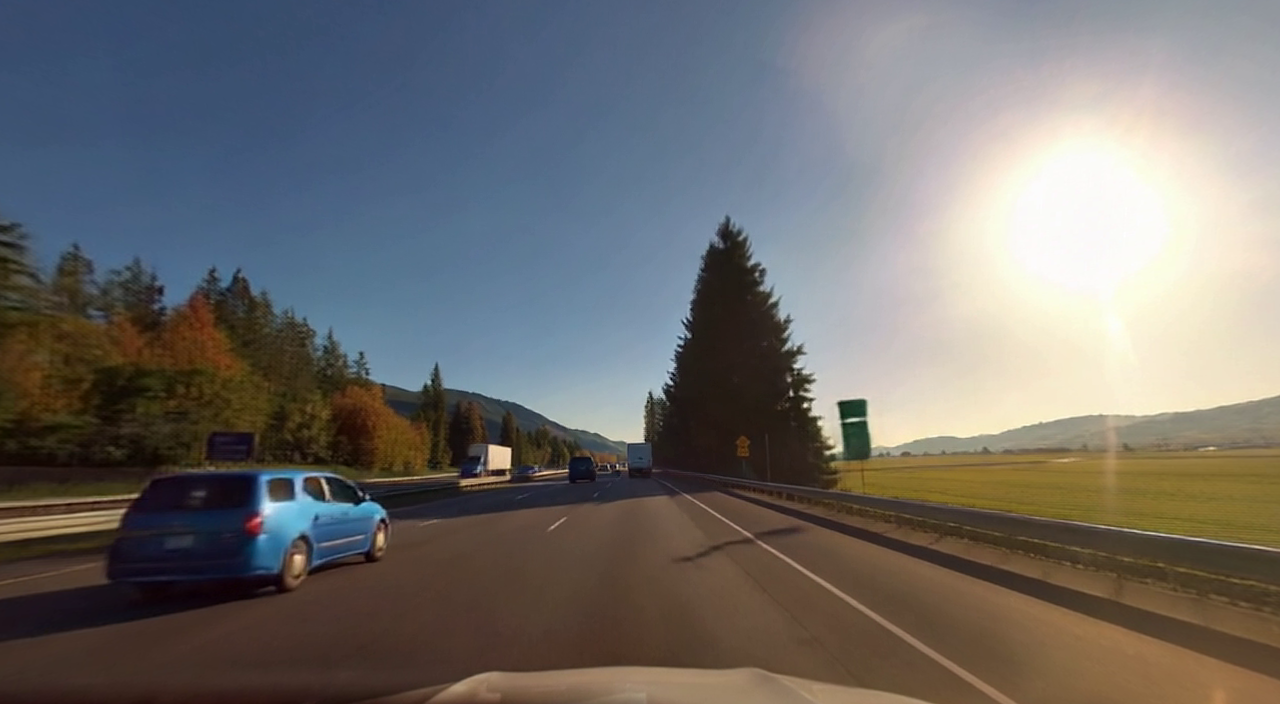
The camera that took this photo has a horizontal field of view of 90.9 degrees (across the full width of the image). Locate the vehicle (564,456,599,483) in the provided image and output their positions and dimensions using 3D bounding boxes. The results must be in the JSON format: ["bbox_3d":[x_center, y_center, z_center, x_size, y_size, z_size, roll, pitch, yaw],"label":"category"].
[{"bbox_3d":[-4.395,9.007,48.378,2.208,1.973,4.716,1,-10,0],"label":"vehicle"}]

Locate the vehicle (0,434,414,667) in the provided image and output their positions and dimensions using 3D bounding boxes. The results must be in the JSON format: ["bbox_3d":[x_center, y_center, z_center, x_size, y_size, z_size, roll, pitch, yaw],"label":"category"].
[{"bbox_3d":[-4.223,1.697,6.421,2.090,1.462,4.603,1,-10,0],"label":"vehicle"}]
